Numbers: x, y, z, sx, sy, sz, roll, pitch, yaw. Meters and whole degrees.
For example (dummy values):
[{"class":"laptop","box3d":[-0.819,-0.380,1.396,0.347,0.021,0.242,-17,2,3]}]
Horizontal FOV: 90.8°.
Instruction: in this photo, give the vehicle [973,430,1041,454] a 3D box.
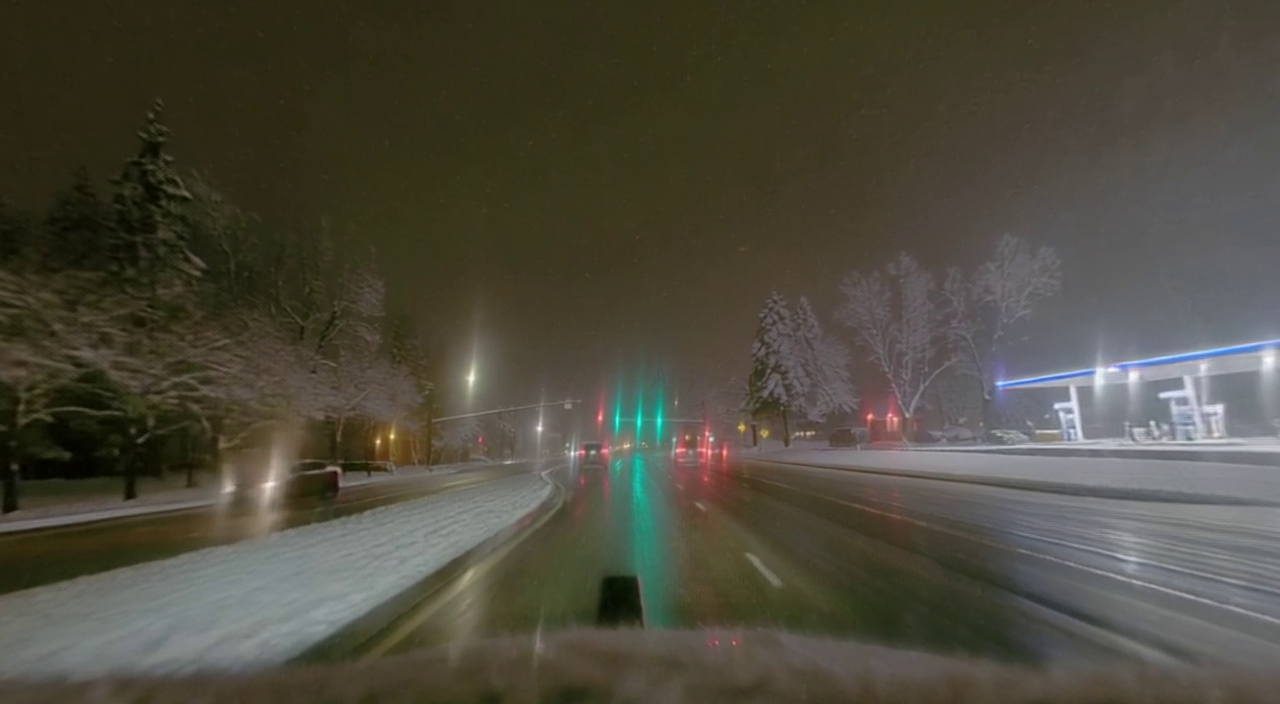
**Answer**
[{"class":"vehicle","box3d":[24.199,5.971,41.879,1.805,1.460,4.326,0,-8,-2]}]

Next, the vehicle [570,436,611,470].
[{"class":"vehicle","box3d":[-2.958,5.964,37.471,2.261,1.820,4.255,1,-8,-5]}]

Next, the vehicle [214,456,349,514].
[{"class":"vehicle","box3d":[-11.943,4.416,21.477,1.934,1.674,4.445,0,-8,1]}]

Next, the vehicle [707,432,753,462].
[{"class":"vehicle","box3d":[6.865,7.338,48.799,2.510,2.176,5.527,0,-8,-2]}]

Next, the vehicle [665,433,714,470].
[{"class":"vehicle","box3d":[2.584,5.372,34.244,2.140,1.800,4.660,0,-8,-2]}]
